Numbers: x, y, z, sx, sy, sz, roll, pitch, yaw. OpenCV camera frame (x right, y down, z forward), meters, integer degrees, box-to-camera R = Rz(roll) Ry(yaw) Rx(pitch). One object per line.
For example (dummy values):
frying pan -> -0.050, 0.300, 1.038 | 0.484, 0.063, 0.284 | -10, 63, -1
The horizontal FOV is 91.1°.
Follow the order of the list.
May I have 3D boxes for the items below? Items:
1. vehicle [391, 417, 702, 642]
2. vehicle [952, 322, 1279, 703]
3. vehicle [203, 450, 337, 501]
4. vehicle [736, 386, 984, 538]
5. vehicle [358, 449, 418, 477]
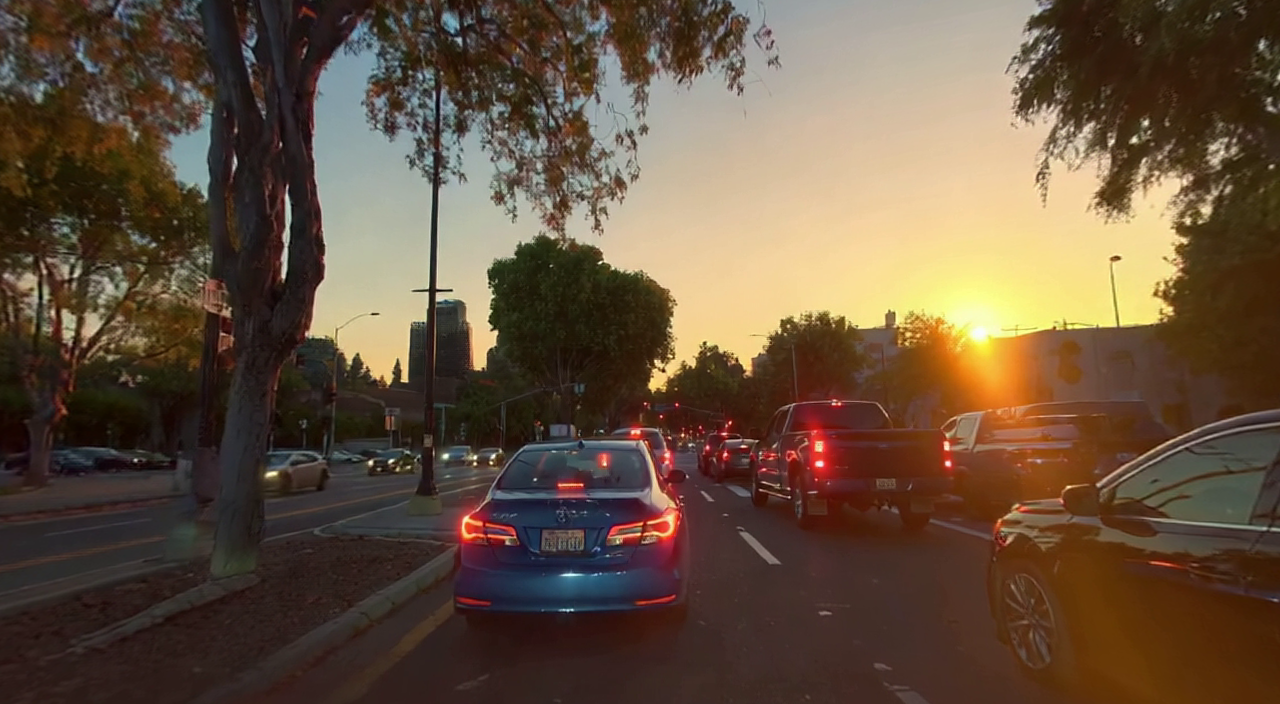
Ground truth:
vehicle -> -0.581, 1.501, 6.338 | 2.111, 1.506, 4.018 | 0, -9, 2
vehicle -> 3.154, 0.759, 2.085 | 1.982, 1.709, 4.427 | 0, -9, 1
vehicle -> -12.574, 4.170, 21.743 | 1.882, 1.538, 4.382 | 0, -8, 1
vehicle -> 3.513, 1.959, 11.699 | 2.444, 2.098, 5.766 | 0, -9, -1
vehicle -> -15.977, 7.024, 40.066 | 2.000, 1.656, 4.160 | 0, -8, 1
